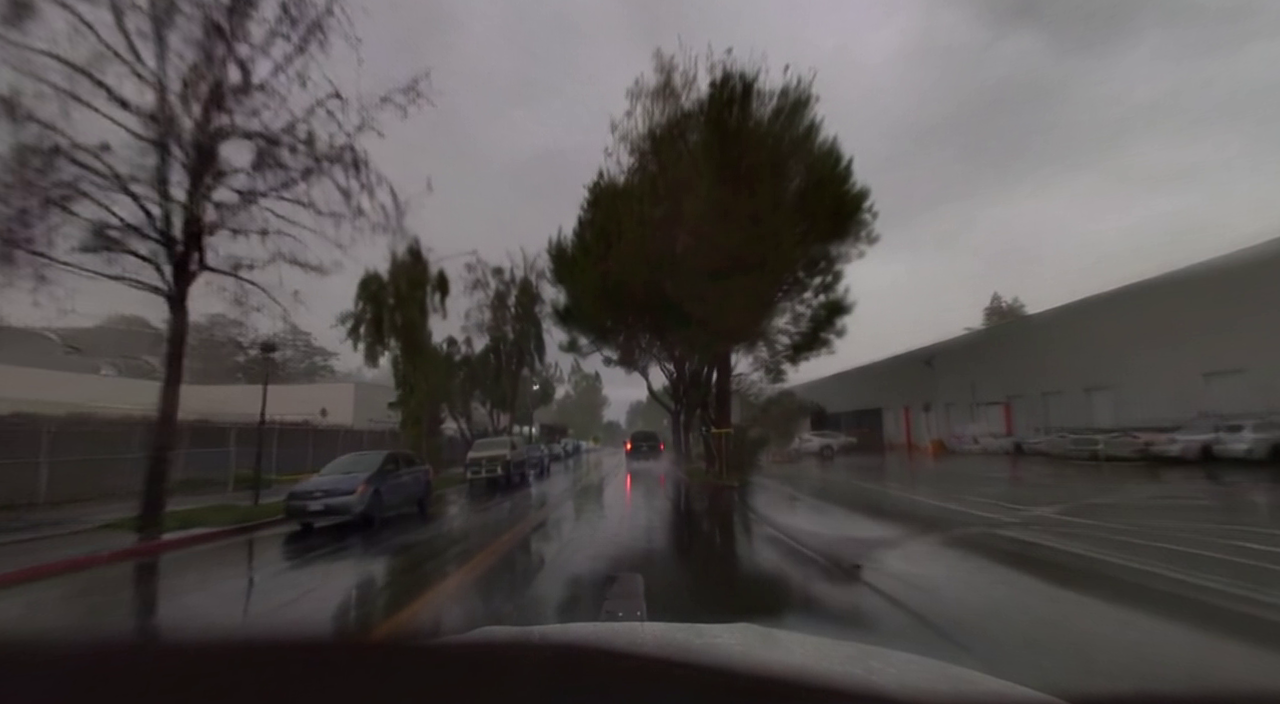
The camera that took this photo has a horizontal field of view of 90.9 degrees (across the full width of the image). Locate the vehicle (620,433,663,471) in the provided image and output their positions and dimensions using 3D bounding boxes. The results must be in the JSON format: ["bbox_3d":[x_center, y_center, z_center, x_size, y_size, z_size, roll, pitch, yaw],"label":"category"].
[{"bbox_3d":[0.068,5.303,33.580,2.152,1.874,4.042,0,-8,-1],"label":"vehicle"}]

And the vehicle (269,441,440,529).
[{"bbox_3d":[-5.968,2.835,13.809,1.938,1.500,4.130,-3,-10,-2],"label":"vehicle"}]

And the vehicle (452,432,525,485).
[{"bbox_3d":[-6.543,4.687,27.787,2.005,1.989,4.929,-3,-9,0],"label":"vehicle"}]
